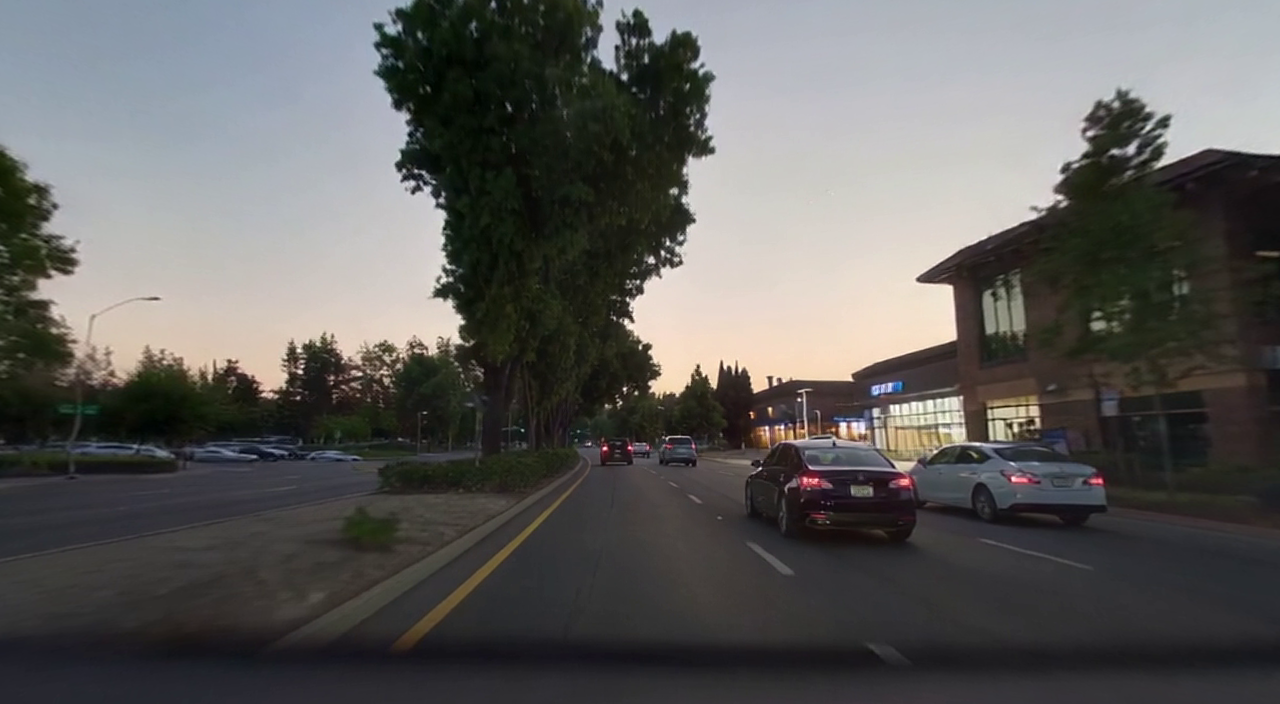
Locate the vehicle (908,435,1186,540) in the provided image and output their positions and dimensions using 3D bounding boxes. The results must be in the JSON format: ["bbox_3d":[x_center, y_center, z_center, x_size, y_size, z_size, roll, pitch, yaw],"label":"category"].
[{"bbox_3d":[6.696,2.241,11.098,1.917,1.457,4.274,0,-8,-2],"label":"vehicle"}]

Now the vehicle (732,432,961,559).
[{"bbox_3d":[2.713,1.977,9.467,1.883,1.452,4.258,0,-8,-2],"label":"vehicle"}]

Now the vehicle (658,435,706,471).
[{"bbox_3d":[2.155,5.353,33.513,2.000,1.745,4.206,0,-8,-4],"label":"vehicle"}]

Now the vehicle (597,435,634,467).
[{"bbox_3d":[-1.525,5.960,37.885,2.051,1.798,4.168,0,-8,-5],"label":"vehicle"}]
